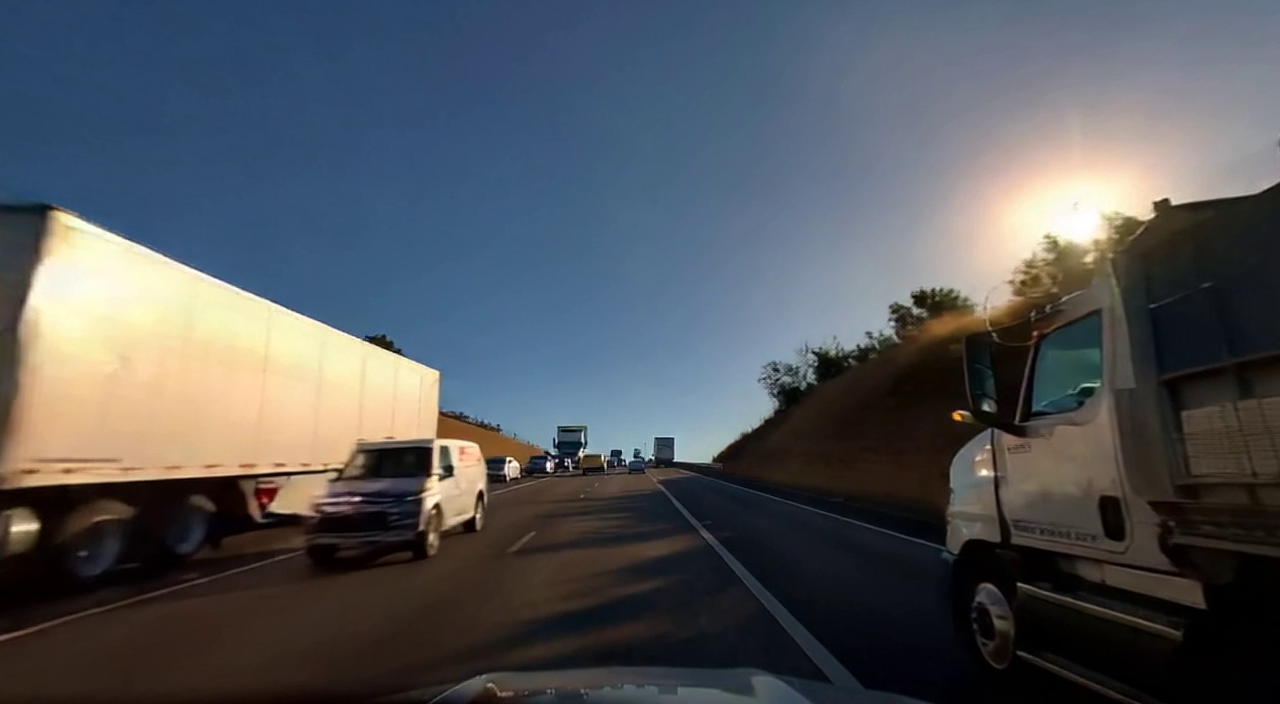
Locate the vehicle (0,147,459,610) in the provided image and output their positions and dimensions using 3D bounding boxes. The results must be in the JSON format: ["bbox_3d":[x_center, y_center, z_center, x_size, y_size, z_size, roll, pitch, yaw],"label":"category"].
[{"bbox_3d":[-7.033,1.246,12.362,2.892,4.087,14.120,0,-9,0],"label":"vehicle"}]

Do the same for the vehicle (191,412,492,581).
[{"bbox_3d":[-3.754,1.914,9.132,2.088,1.800,4.543,0,-9,0],"label":"vehicle"}]

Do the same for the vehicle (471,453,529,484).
[{"bbox_3d":[-7.178,5.982,32.809,1.997,1.453,4.497,0,-9,0],"label":"vehicle"}]

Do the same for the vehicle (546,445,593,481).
[{"bbox_3d":[-3.847,6.127,35.074,2.127,1.806,4.243,0,-9,0],"label":"vehicle"}]
